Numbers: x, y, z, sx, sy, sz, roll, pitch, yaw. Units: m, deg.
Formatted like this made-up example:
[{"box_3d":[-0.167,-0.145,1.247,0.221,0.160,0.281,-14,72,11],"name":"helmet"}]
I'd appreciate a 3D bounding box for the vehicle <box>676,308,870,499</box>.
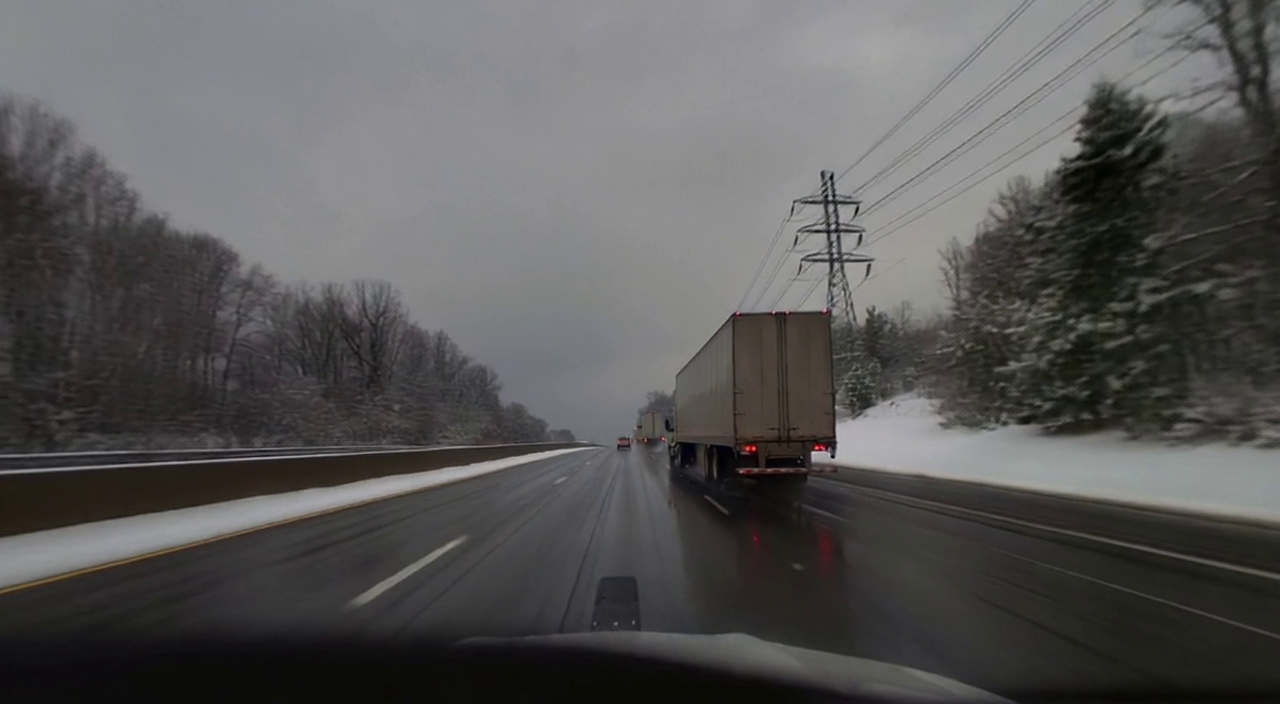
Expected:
[{"box_3d":[3.218,2.029,20.556,2.905,4.080,14.157,0,-8,-2],"name":"vehicle"}]
